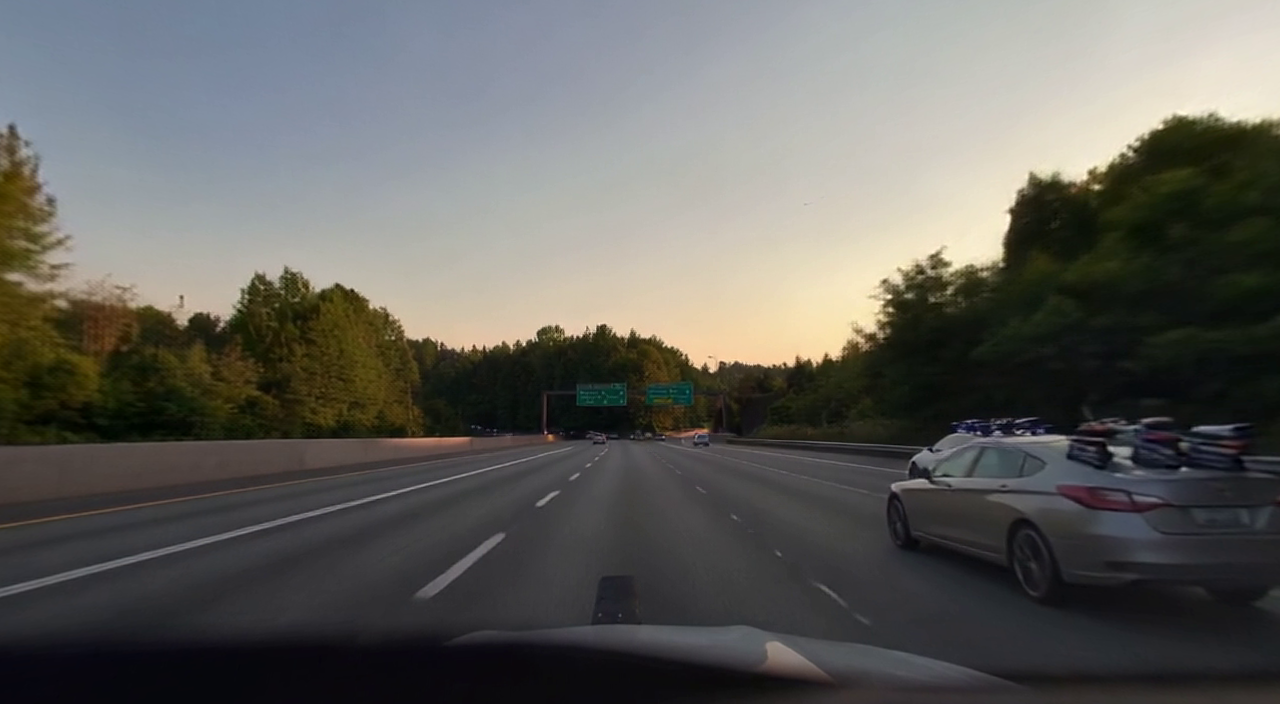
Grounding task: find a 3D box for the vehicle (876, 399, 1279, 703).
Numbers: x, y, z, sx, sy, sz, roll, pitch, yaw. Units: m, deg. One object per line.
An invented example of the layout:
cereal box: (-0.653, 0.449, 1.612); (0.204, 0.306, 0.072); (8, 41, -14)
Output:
vehicle: (3.726, 1.178, 4.604); (2.094, 1.441, 4.568); (0, -8, -2)
